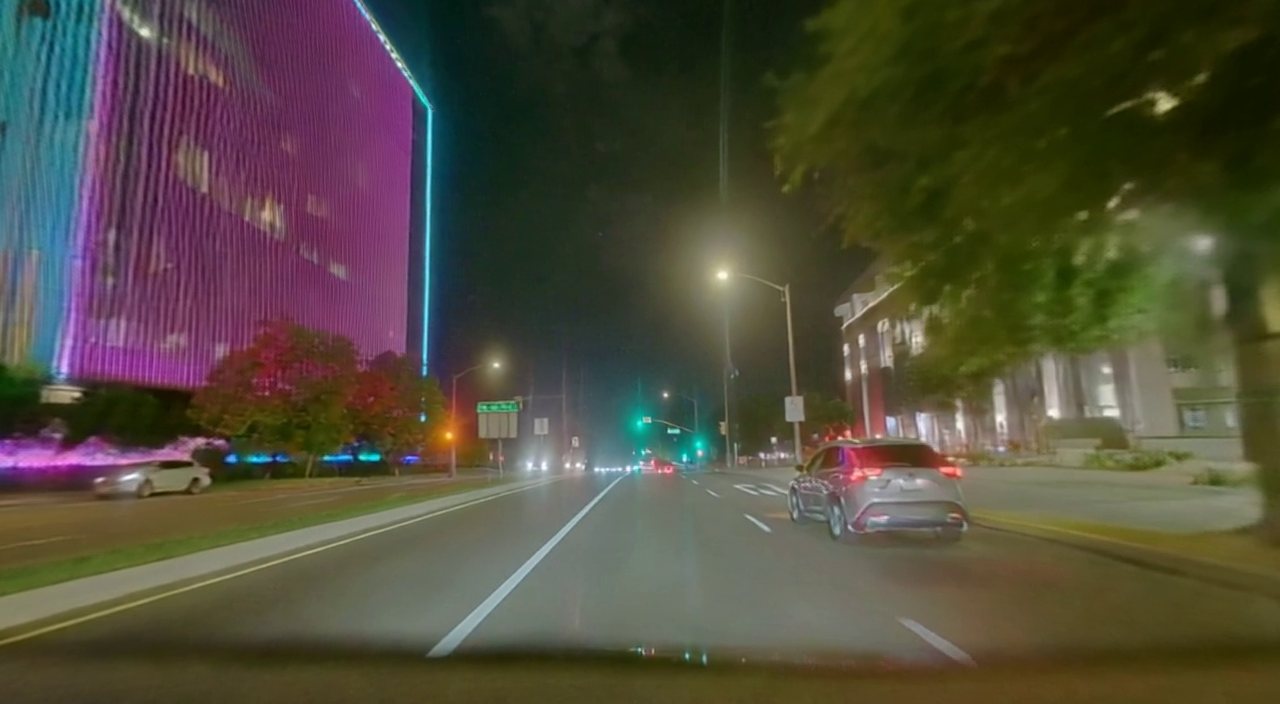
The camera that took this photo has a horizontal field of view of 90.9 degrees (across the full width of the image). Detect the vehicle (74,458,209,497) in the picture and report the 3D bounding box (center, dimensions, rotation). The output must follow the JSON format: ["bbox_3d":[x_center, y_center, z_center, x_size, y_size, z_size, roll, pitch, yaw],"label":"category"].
[{"bbox_3d":[-21.361,5.359,27.320,1.864,1.468,4.770,0,-9,1],"label":"vehicle"}]

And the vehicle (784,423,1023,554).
[{"bbox_3d":[3.694,1.974,9.766,1.949,1.583,3.996,0,-9,0],"label":"vehicle"}]
